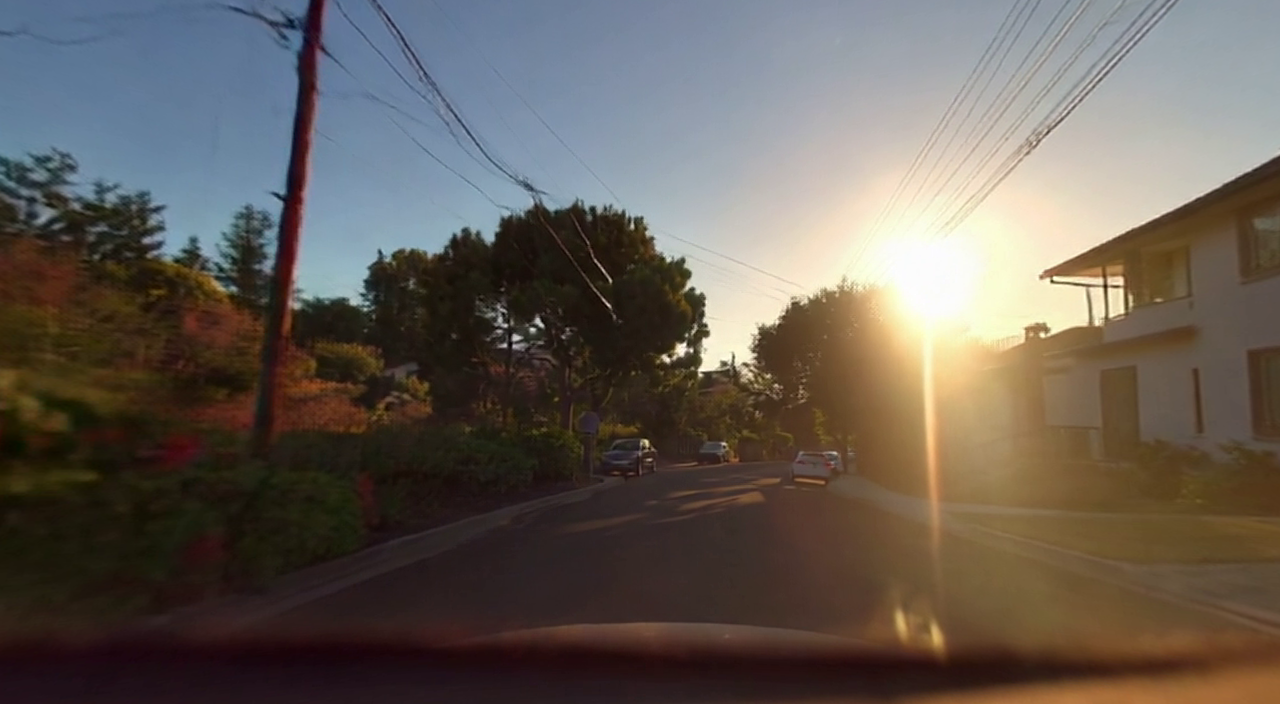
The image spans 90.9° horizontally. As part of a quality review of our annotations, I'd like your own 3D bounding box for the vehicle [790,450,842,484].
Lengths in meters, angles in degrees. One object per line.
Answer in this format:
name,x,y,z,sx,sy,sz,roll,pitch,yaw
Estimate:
vehicle,8.587,5.614,31.137,2.151,1.468,5.066,-2,-9,12
